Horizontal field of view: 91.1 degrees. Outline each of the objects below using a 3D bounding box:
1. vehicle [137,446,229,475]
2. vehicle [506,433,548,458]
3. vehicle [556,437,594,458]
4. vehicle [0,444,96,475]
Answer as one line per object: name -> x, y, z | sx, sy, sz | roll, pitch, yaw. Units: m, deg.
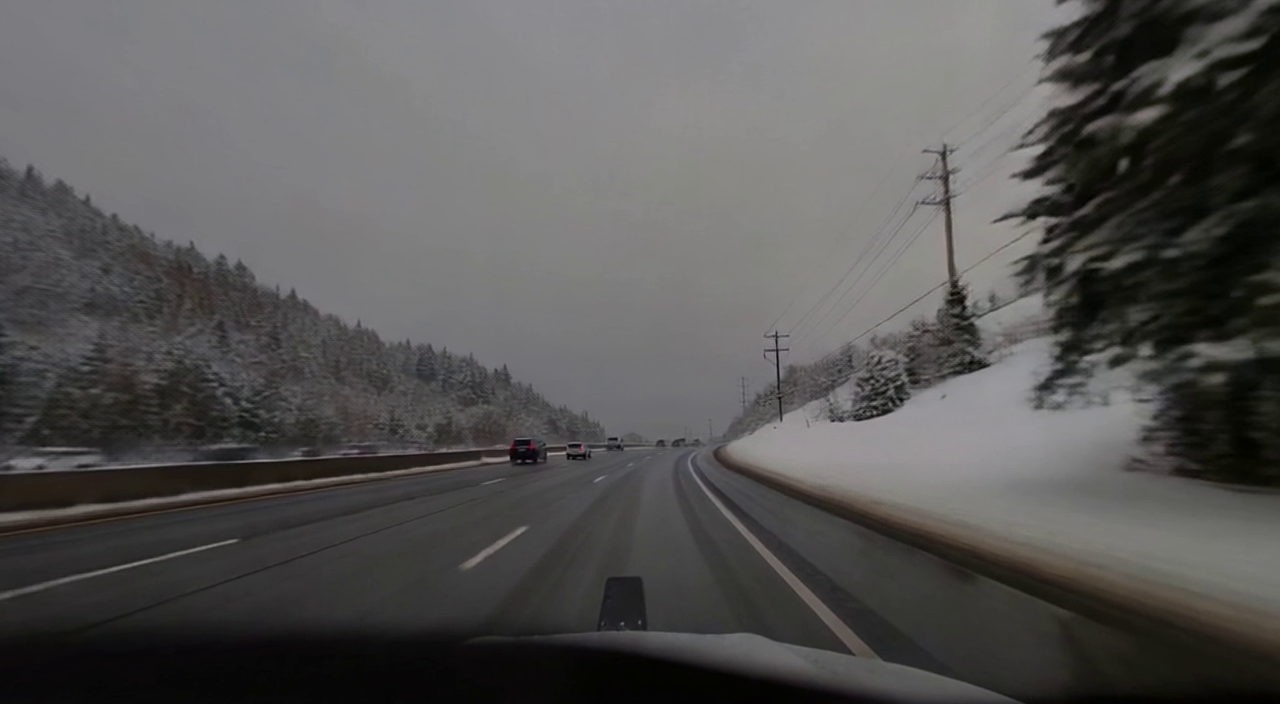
vehicle -> -24.156, 5.710, 33.347 | 1.822, 1.428, 3.779 | -1, -8, 5
vehicle -> -8.563, 7.137, 47.894 | 2.063, 1.743, 4.392 | 0, -8, 5
vehicle -> -4.912, 7.306, 48.097 | 2.010, 1.489, 4.456 | 0, -8, 5
vehicle -> -33.577, 5.933, 34.890 | 1.944, 1.574, 4.976 | -1, -8, 6
